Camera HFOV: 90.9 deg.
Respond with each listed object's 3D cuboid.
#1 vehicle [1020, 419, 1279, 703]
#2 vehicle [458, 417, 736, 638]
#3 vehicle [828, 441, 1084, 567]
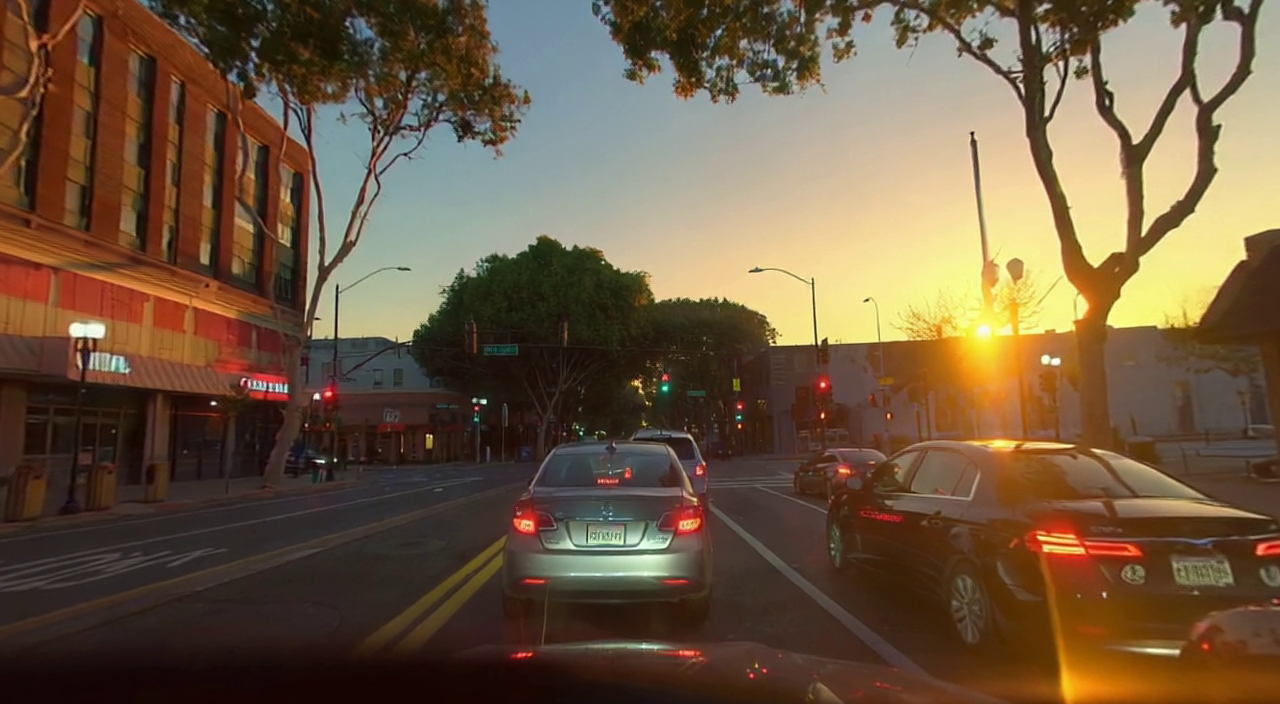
[{"bbox_3d":[3.177,0.818,1.097,2.006,1.496,4.767,0,-9,-1],"label":"vehicle"},{"bbox_3d":[-0.284,1.469,6.212,1.888,1.489,3.703,0,-8,0],"label":"vehicle"},{"bbox_3d":[4.534,2.187,10.028,1.912,1.505,4.618,-1,-8,3],"label":"vehicle"}]
